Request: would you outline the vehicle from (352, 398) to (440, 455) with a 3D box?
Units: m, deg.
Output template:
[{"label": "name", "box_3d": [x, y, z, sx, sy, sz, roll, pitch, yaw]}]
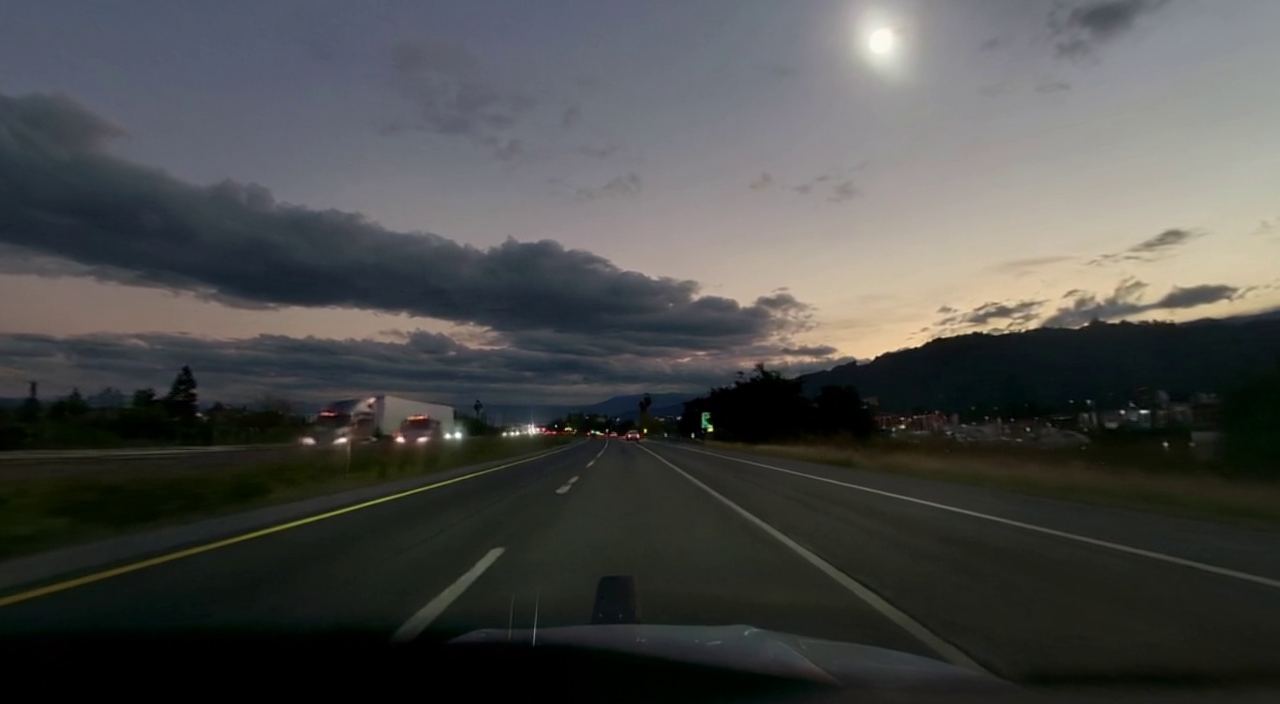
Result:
[{"label": "vehicle", "box_3d": [-15.775, 4.952, 41.376, 2.845, 3.395, 7.669, 0, -8, -2]}]

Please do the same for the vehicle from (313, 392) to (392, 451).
[{"label": "vehicle", "box_3d": [-20.438, 5.035, 45.195, 2.988, 3.962, 5.807, 0, -8, -2]}]
